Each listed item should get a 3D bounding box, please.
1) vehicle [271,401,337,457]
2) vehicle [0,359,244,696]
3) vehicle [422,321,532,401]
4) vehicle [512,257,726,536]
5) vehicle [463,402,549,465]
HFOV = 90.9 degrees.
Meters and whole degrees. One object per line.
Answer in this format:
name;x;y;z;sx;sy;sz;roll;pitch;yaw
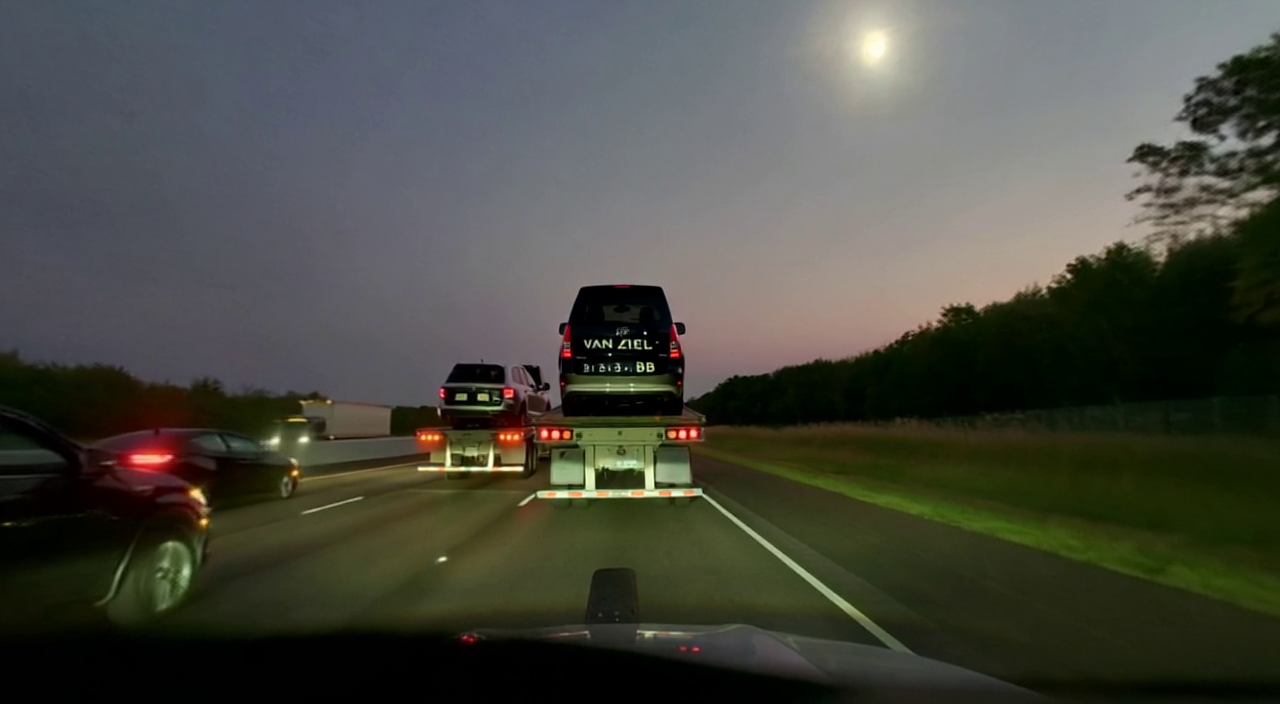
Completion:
vehicle;-25.025;5.756;47.073;3.057;4.021;3.104;0;-7;-1
vehicle;-4.150;0.849;2.908;1.914;1.675;4.331;0;-7;-2
vehicle;-4.551;0.395;18.369;2.118;1.799;4.591;0;-7;-2
vehicle;-0.450;1.131;12.836;2.738;3.628;9.223;0;-7;-2
vehicle;-4.631;2.889;22.468;2.258;1.970;4.402;-1;-7;-2
